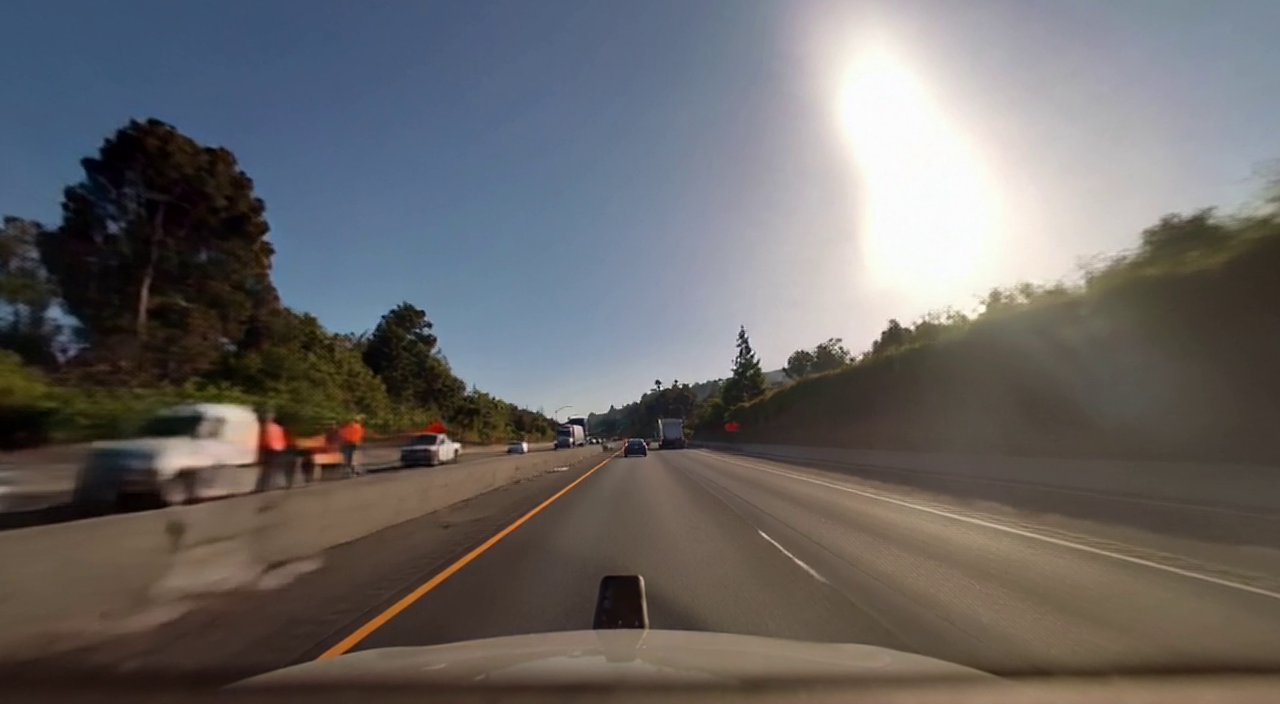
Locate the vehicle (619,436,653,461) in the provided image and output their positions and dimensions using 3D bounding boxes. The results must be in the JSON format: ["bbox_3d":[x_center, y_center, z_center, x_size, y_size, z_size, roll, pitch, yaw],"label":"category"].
[{"bbox_3d":[-0.278,5.997,39.260,2.004,1.472,4.075,0,-8,-2],"label":"vehicle"}]

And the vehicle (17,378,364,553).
[{"bbox_3d":[-8.043,2.100,12.489,2.453,2.460,6.190,-3,-8,-1],"label":"vehicle"}]

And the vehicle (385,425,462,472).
[{"bbox_3d":[-12.832,5.775,37.776,2.354,2.530,6.137,0,-8,0],"label":"vehicle"}]
